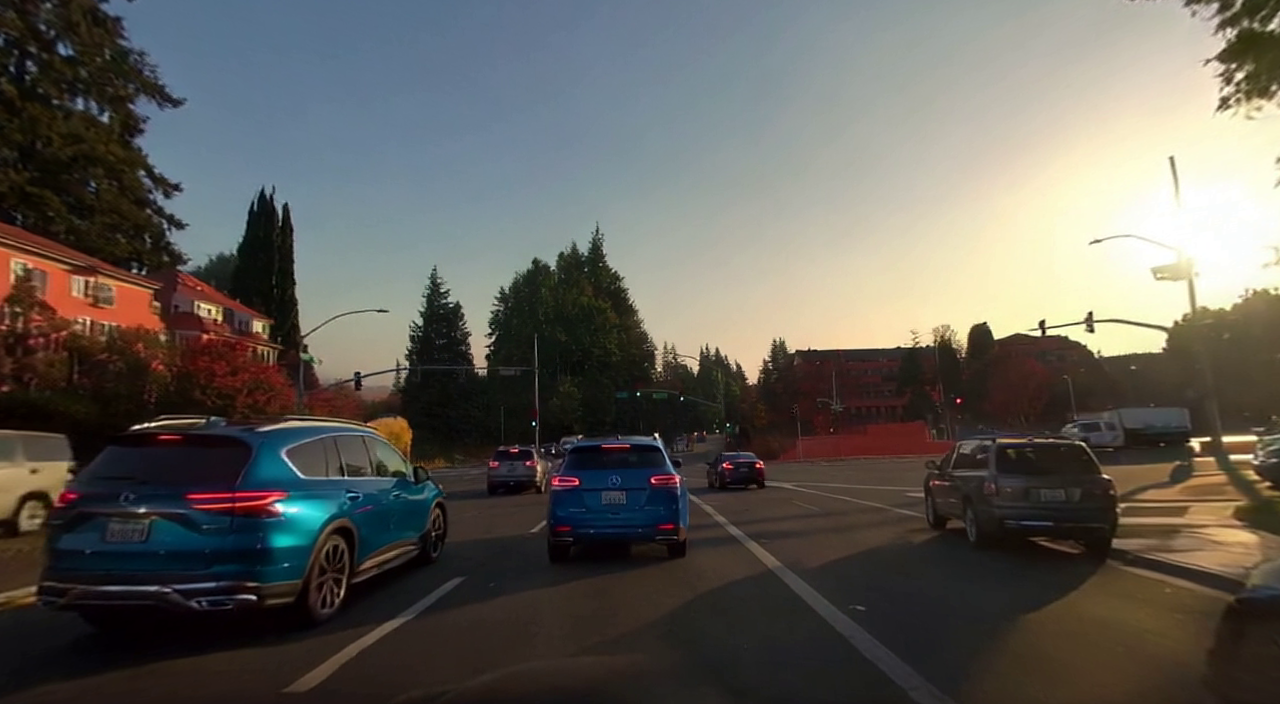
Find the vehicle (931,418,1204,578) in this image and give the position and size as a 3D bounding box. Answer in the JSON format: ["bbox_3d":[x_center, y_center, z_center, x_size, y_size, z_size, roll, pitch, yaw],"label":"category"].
[{"bbox_3d":[5.850,1.973,9.441,2.014,1.740,4.515,-2,-9,17],"label":"vehicle"}]

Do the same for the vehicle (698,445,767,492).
[{"bbox_3d":[3.301,4.247,23.327,1.847,1.554,3.885,0,-8,-2],"label":"vehicle"}]

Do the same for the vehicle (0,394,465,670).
[{"bbox_3d":[-3.467,1.476,6.331,2.047,1.741,4.470,0,-8,1],"label":"vehicle"}]

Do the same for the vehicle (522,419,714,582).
[{"bbox_3d":[-0.174,1.872,8.774,2.022,1.700,4.084,0,-8,2],"label":"vehicle"}]
